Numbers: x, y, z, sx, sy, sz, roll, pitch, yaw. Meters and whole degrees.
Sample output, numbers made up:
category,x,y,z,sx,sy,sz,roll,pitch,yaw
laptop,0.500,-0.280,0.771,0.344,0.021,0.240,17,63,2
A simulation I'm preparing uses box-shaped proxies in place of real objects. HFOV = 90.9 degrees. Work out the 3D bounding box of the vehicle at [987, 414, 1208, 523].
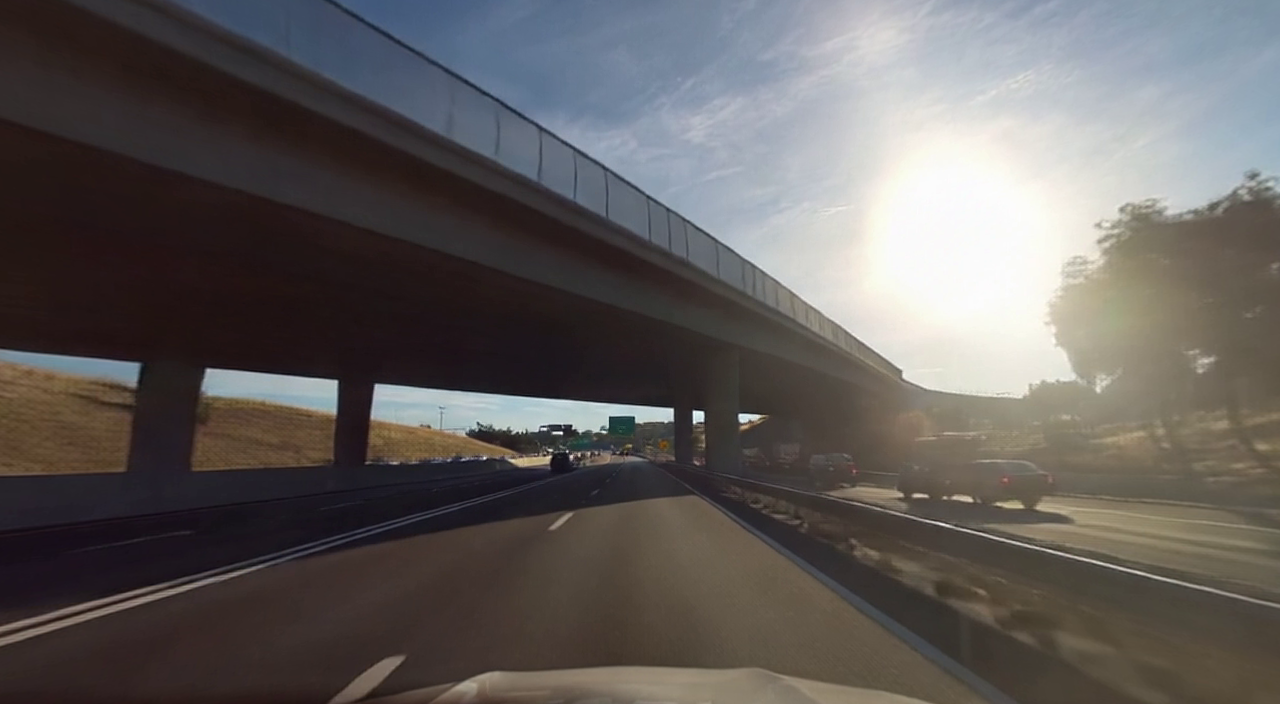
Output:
category,x,y,z,sx,sy,sz,roll,pitch,yaw
vehicle,18.391,4.723,26.461,2.698,3.744,8.974,0,-9,2

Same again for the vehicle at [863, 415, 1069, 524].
category,x,y,z,sx,sy,sz,roll,pitch,yaw
vehicle,12.747,4.732,26.343,2.941,3.578,10.624,0,-9,0
